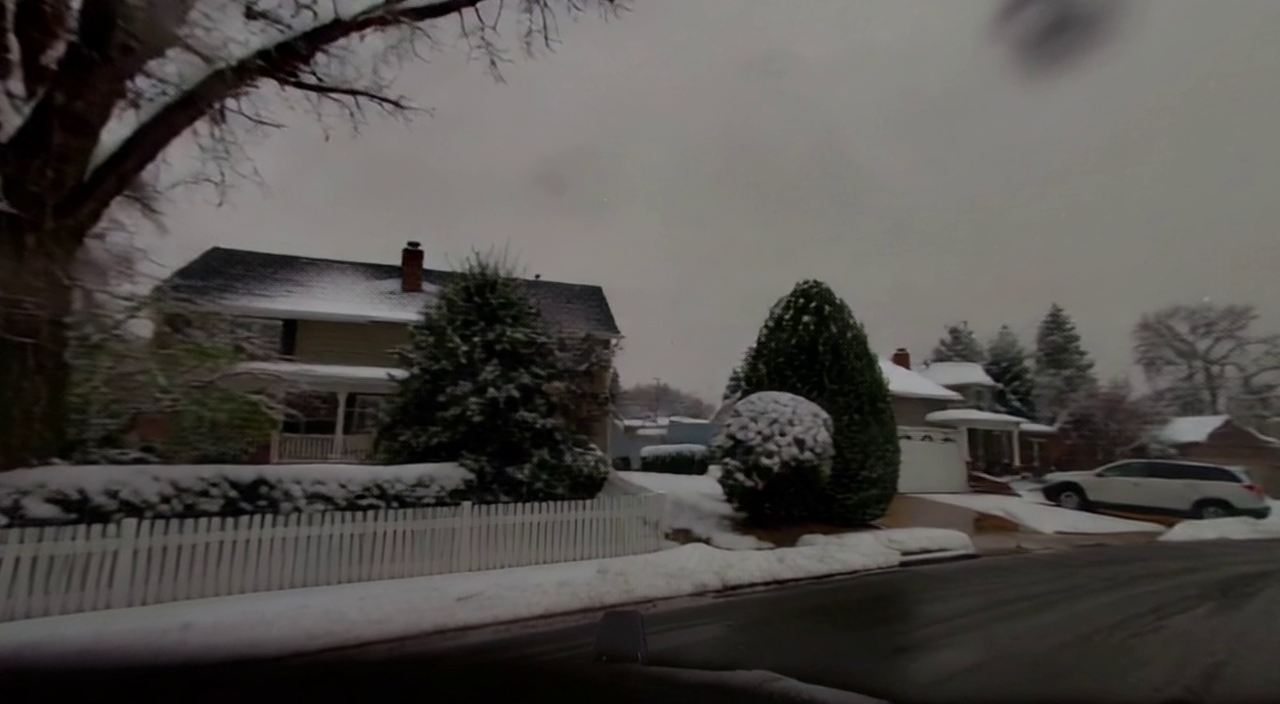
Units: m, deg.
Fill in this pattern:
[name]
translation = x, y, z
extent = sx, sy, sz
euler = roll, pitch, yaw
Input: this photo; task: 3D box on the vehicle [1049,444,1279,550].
[vehicle]
translation = 12.144, 3.061, 14.009
extent = 2.471, 1.595, 4.537
euler = 5, -5, -33
